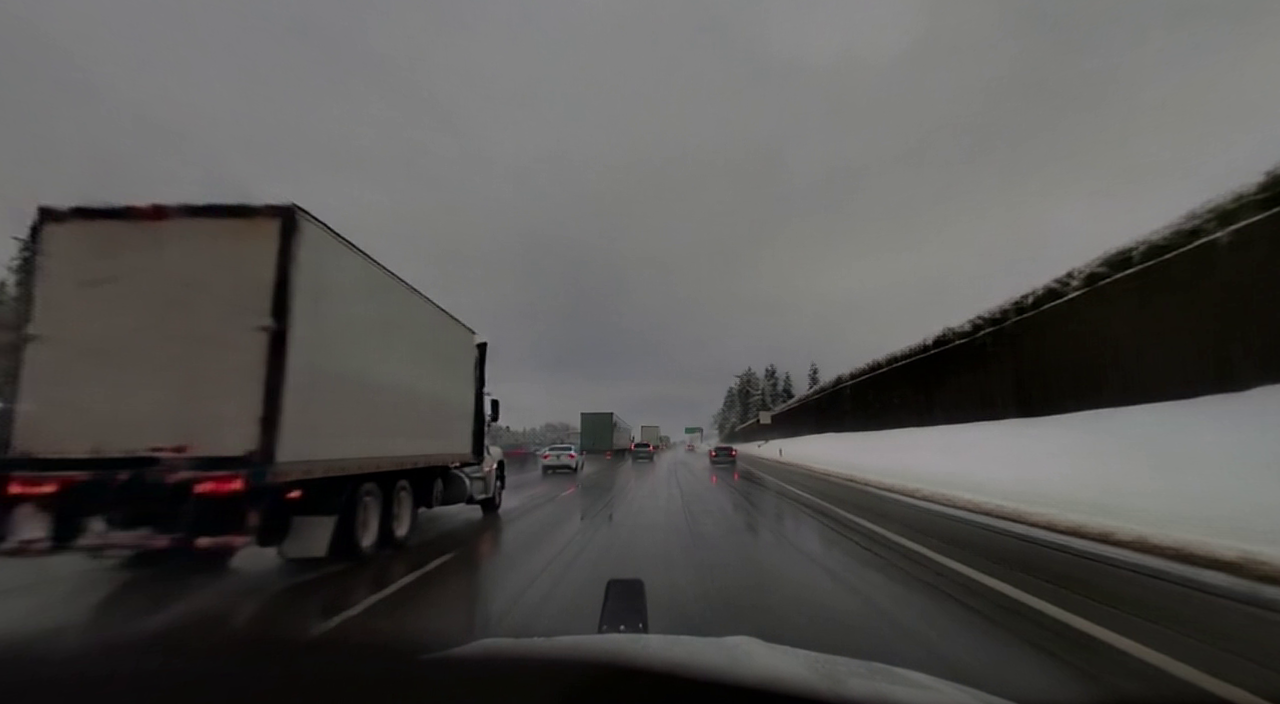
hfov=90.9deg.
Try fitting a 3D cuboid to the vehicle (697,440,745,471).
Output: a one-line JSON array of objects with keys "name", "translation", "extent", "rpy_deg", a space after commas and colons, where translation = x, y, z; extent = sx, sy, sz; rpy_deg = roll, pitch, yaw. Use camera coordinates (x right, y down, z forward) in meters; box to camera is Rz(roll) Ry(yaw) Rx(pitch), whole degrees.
[{"name": "vehicle", "translation": [4.169, 5.404, 33.026], "extent": [2.176, 1.493, 3.955], "rpy_deg": [-1, -8, 3]}]

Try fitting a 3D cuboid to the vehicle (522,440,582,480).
[{"name": "vehicle", "translation": [-3.773, 4.689, 27.759], "extent": [1.866, 1.568, 4.603], "rpy_deg": [0, -8, 1]}]

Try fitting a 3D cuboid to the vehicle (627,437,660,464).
[{"name": "vehicle", "translation": [0.248, 7.249, 46.418], "extent": [2.325, 1.864, 4.128], "rpy_deg": [0, -8, 0]}]

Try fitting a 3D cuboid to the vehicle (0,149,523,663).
[{"name": "vehicle", "translation": [-3.924, 0.827, 7.957], "extent": [3.123, 3.341, 7.669], "rpy_deg": [-1, -8, 2]}]
